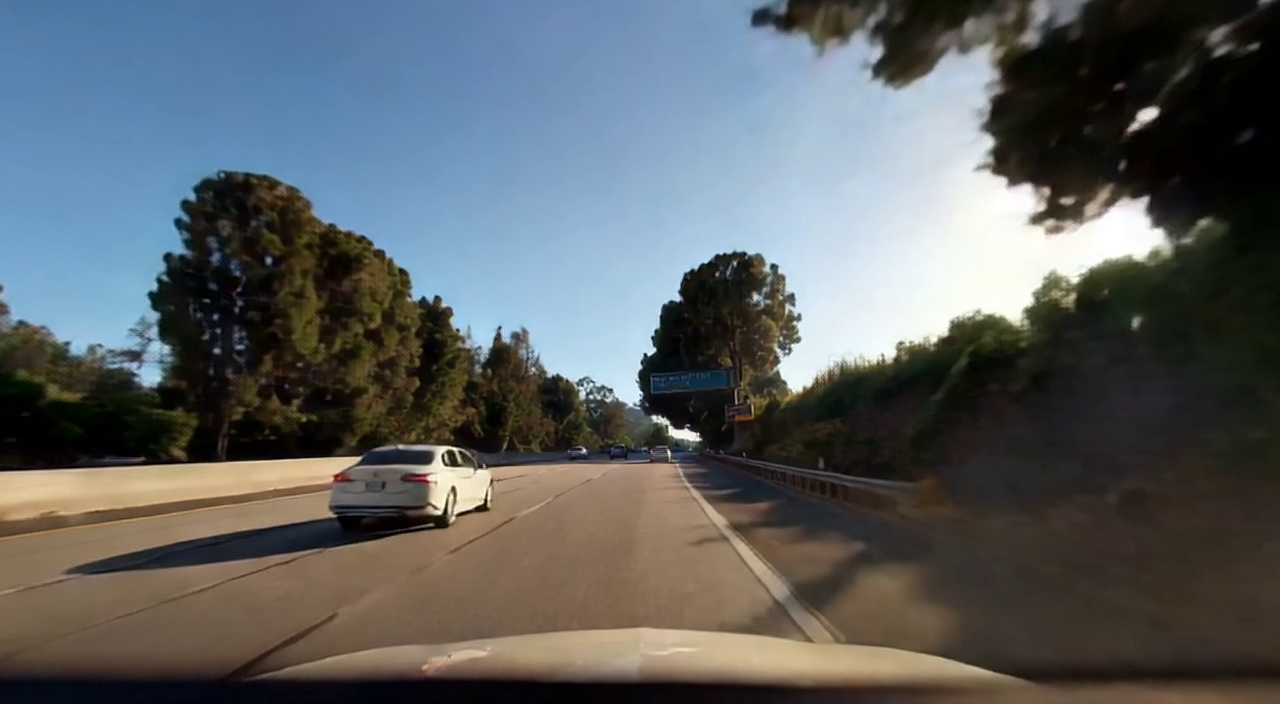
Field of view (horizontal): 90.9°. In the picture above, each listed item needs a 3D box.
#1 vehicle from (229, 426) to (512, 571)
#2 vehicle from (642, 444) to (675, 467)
[{"bbox_3d":[-3.356,1.906,9.056,2.024,1.531,4.431,0,-8,1],"label":"vehicle"},{"bbox_3d":[1.280,6.979,42.556,2.113,1.464,4.073,0,-8,3],"label":"vehicle"}]
